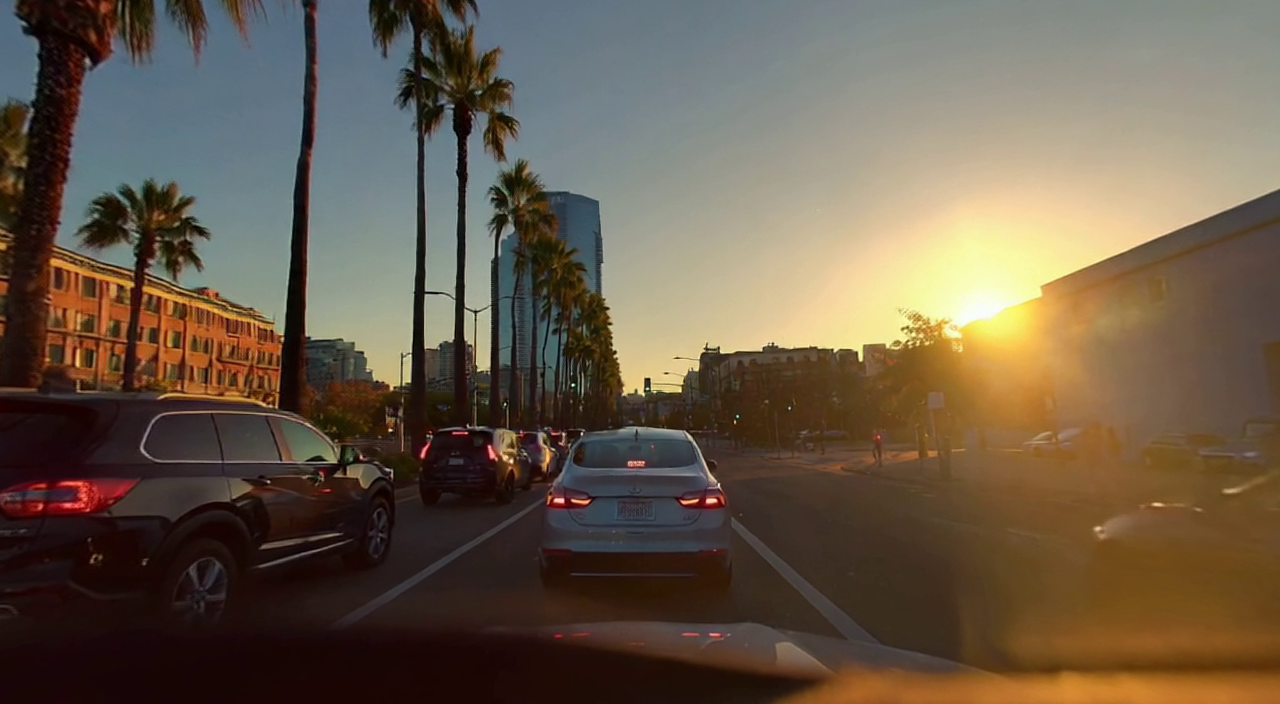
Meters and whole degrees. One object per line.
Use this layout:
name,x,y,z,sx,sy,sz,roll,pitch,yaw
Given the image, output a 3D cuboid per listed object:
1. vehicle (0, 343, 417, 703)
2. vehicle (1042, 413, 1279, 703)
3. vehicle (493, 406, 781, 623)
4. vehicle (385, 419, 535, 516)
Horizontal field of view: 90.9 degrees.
vehicle,-3.539,1.141,5.069,1.914,1.741,4.398,0,-8,-1
vehicle,3.770,0.908,2.033,1.982,1.480,4.572,0,-8,1
vehicle,-0.051,1.514,6.858,2.114,1.585,4.285,0,-8,-1
vehicle,-3.481,2.317,13.084,1.840,1.684,4.041,0,-8,1
